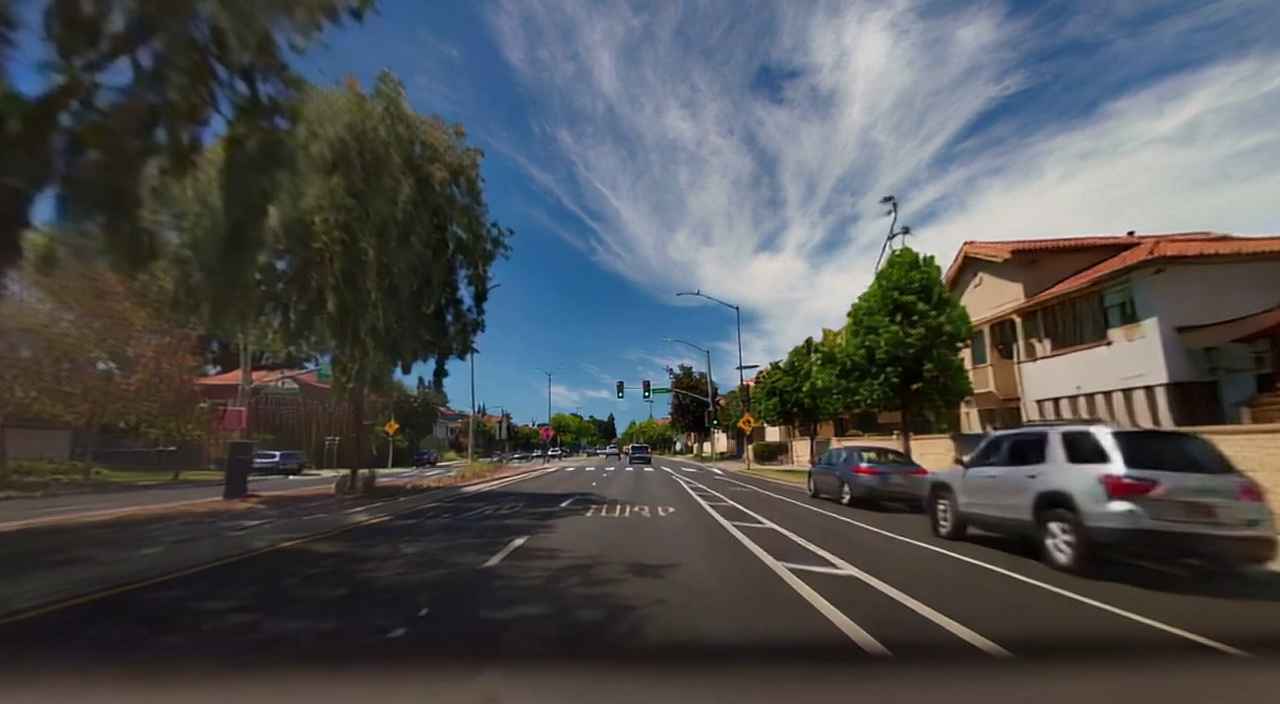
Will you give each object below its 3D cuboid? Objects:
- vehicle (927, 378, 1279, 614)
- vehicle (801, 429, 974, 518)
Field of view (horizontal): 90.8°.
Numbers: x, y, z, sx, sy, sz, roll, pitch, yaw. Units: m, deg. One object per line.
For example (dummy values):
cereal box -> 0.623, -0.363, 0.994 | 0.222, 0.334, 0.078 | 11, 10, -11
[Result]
vehicle -> 5.664, 1.550, 7.707 | 2.008, 1.930, 4.919 | 0, -9, 1
vehicle -> 5.482, 2.789, 14.880 | 2.070, 1.710, 4.964 | 1, -9, 0
